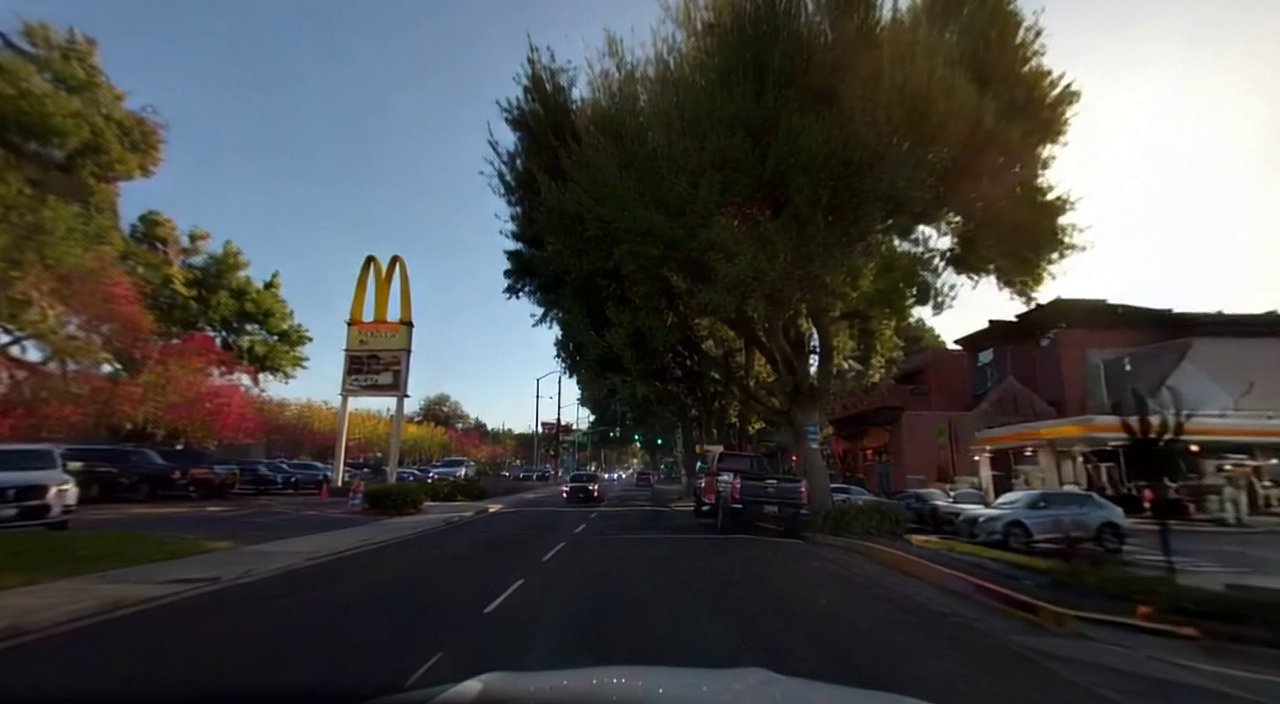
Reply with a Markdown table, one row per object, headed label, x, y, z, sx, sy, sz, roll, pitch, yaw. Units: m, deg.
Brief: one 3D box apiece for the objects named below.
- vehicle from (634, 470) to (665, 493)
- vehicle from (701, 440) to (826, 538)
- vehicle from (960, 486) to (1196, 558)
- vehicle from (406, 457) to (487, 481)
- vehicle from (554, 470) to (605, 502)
| label | x | y | z | sx | sy | sz | roll | pitch | yaw |
| --- | --- | --- | --- | --- | --- | --- | --- | --- | --- |
| vehicle | 0.672 | 8.629 | 42.186 | 1.993 | 1.454 | 3.810 | 0 | -11 | 1 |
| vehicle | 2.914 | 3.446 | 16.250 | 2.153 | 2.074 | 5.188 | 1 | -11 | 0 |
| vehicle | 10.078 | 3.940 | 14.777 | 4.123 | 1.446 | 1.807 | 1 | -11 | 0 |
| vehicle | -12.878 | 7.804 | 42.069 | 4.677 | 1.478 | 1.904 | 0 | -11 | 5 |
| vehicle | -2.948 | 6.665 | 31.615 | 1.999 | 1.467 | 4.256 | 0 | -11 | 1 |
